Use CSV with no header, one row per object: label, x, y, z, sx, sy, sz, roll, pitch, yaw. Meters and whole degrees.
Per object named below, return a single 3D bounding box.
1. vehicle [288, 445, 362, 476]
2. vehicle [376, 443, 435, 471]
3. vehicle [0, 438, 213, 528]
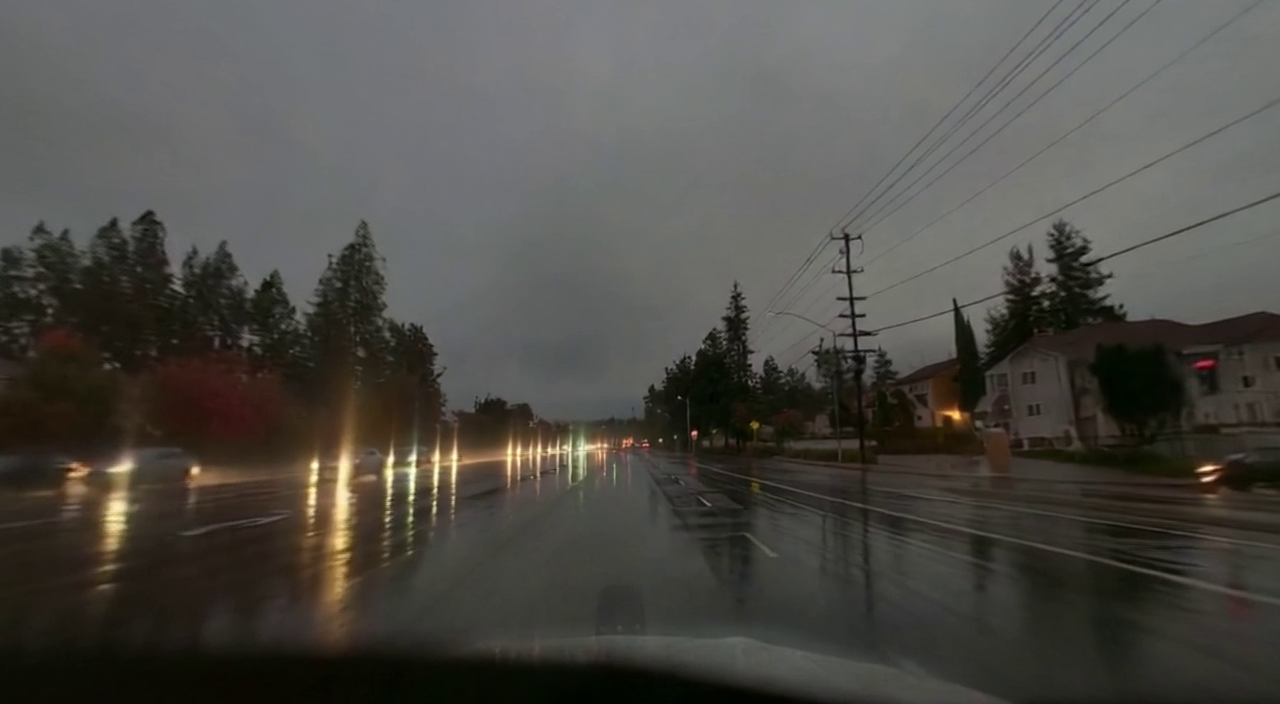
vehicle,-18.552,6.370,37.492,2.132,1.690,4.544,0,-8,-1
vehicle,-15.175,6.794,41.181,2.169,1.700,4.450,0,-8,0
vehicle,-11.704,2.703,13.672,1.912,1.509,4.425,-4,-7,-1
